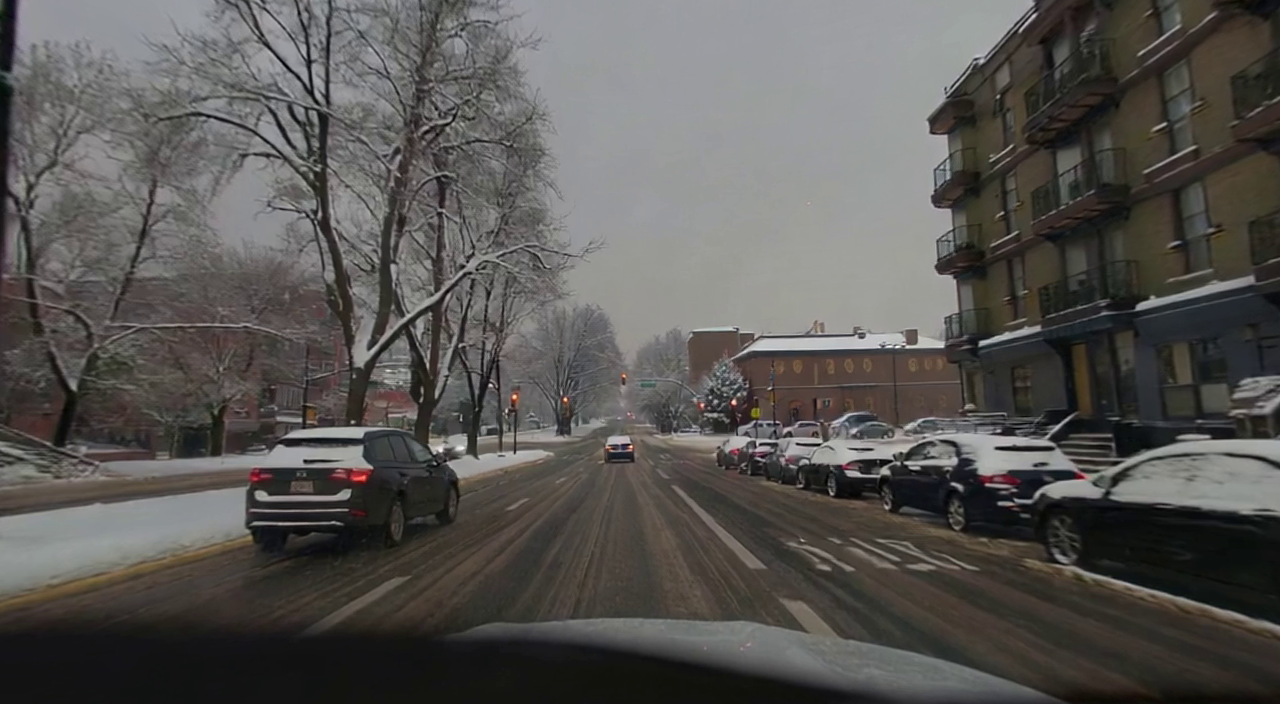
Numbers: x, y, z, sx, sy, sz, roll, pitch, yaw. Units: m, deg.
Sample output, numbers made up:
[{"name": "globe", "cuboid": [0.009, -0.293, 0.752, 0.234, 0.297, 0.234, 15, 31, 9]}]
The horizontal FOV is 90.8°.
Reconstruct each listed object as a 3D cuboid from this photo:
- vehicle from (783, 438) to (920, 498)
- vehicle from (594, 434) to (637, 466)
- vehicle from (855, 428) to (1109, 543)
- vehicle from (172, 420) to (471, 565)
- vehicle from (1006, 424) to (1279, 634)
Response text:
[{"name": "vehicle", "cuboid": [5.845, 3.272, 18.231, 2.089, 1.488, 4.663, 0, -9, -3]}, {"name": "vehicle", "cuboid": [-1.196, 5.038, 32.572, 2.082, 1.520, 3.896, 0, -8, -1]}, {"name": "vehicle", "cuboid": [5.857, 2.313, 11.679, 2.019, 1.670, 4.550, 0, -9, -2]}, {"name": "vehicle", "cuboid": [-3.975, 1.820, 8.977, 1.934, 1.522, 4.464, 0, -9, 0]}, {"name": "vehicle", "cuboid": [5.943, 1.485, 5.740, 2.200, 1.574, 4.989, 0, -8, -1]}]
